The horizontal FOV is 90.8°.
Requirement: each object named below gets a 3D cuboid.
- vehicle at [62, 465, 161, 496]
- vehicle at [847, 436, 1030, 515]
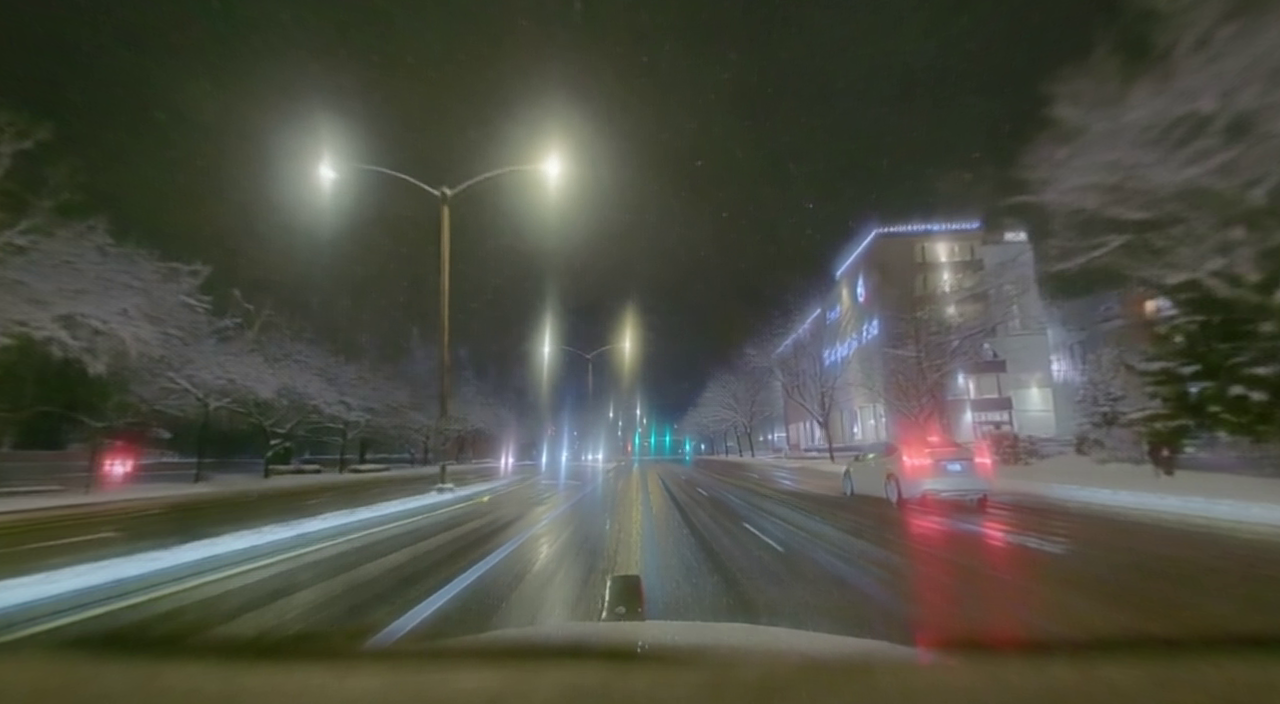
[{"bbox_3d":[-32.703,7.913,39.181,1.990,1.595,4.310,-8,-11,40],"label":"vehicle"},{"bbox_3d":[6.613,2.767,14.737,1.913,1.504,4.738,0,-9,0],"label":"vehicle"}]
